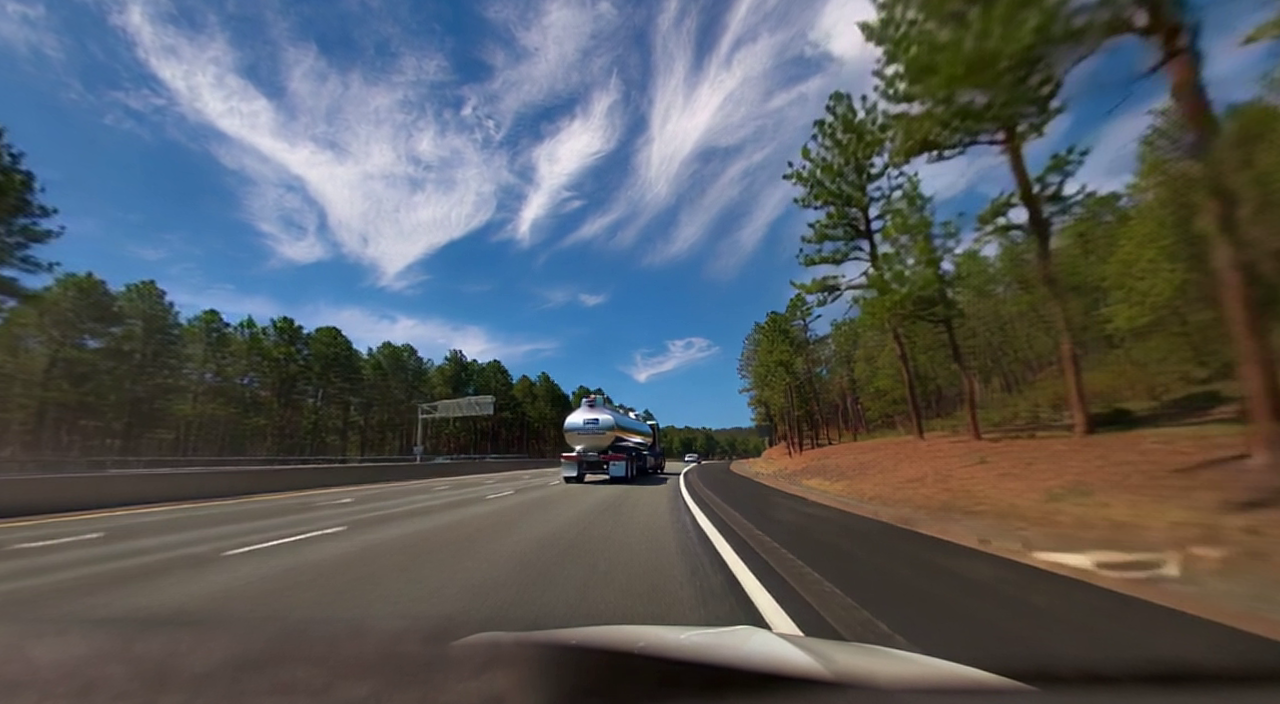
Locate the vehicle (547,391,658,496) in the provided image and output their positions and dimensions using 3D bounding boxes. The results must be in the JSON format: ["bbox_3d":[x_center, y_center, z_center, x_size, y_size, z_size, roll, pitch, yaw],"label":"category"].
[{"bbox_3d":[-1.196,4.289,29.554,2.907,3.747,13.318,-1,-8,6],"label":"vehicle"}]
